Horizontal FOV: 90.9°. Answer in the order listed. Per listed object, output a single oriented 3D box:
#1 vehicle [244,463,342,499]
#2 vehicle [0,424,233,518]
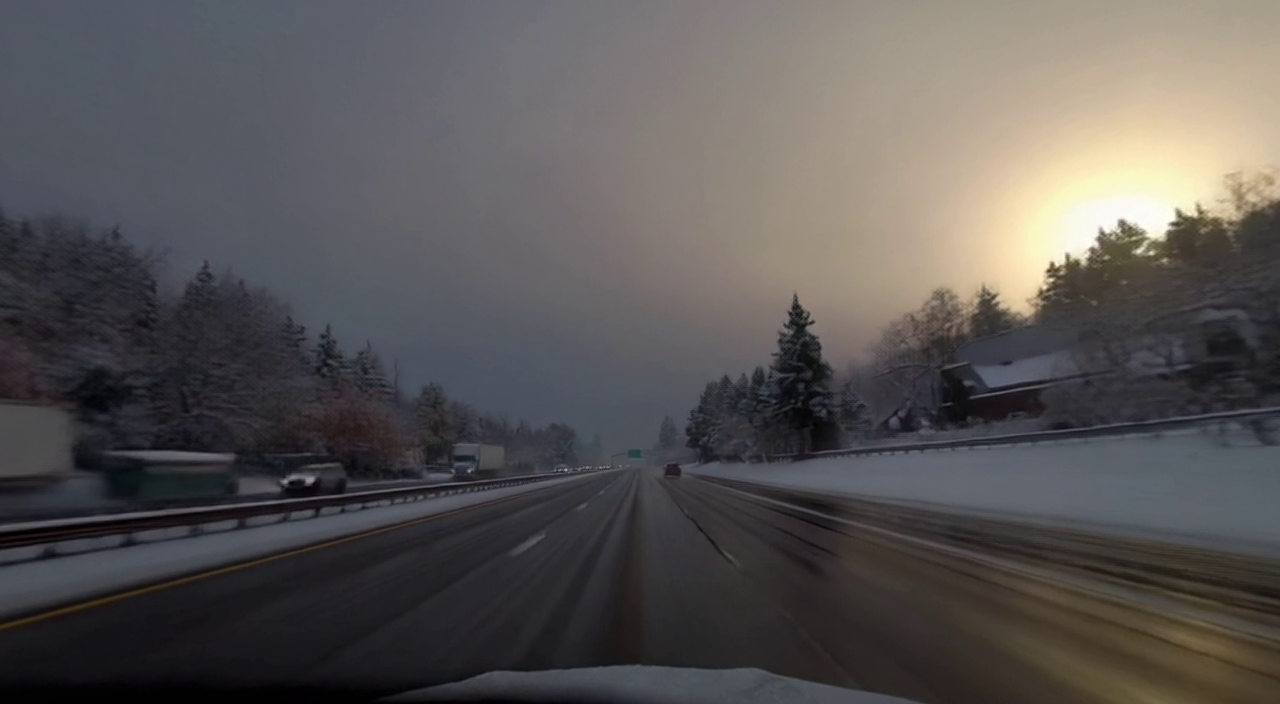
[{"bbox_3d":[-16.005,5.973,29.380,1.943,1.513,4.560,1,-10,0],"label":"vehicle"},{"bbox_3d":[-20.092,4.649,24.785,2.847,3.022,7.806,1,-10,0],"label":"vehicle"}]
